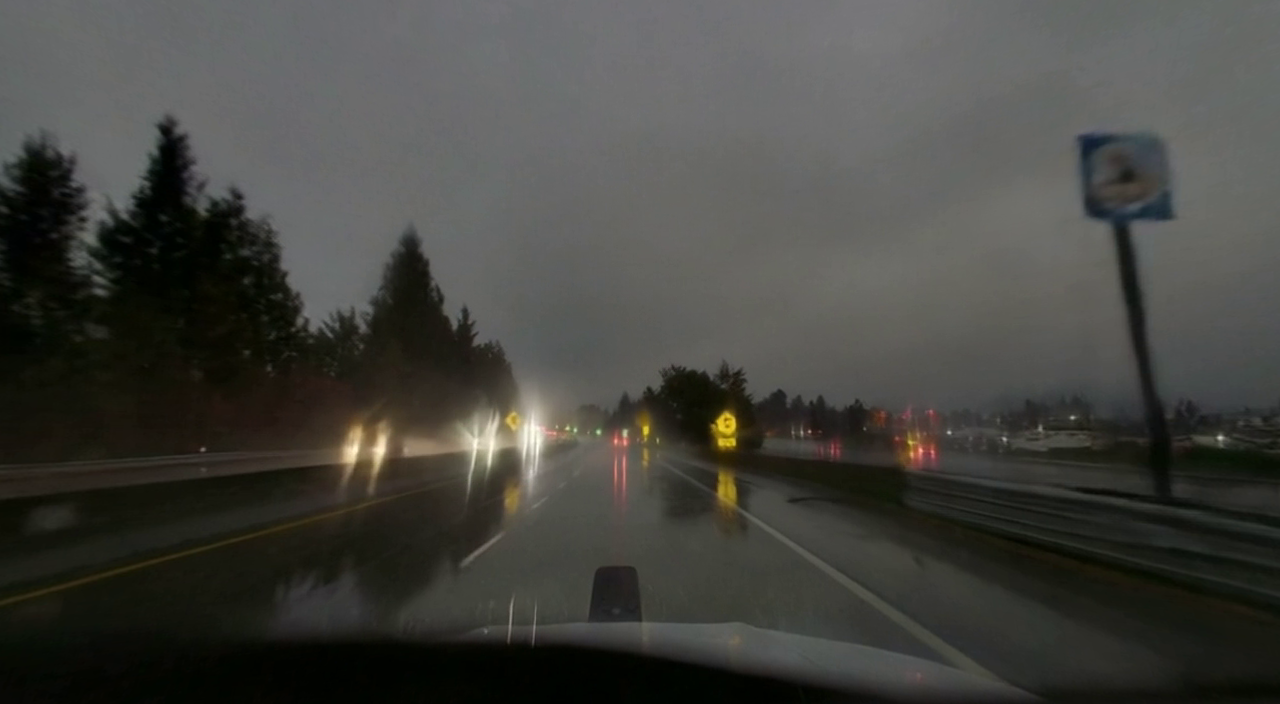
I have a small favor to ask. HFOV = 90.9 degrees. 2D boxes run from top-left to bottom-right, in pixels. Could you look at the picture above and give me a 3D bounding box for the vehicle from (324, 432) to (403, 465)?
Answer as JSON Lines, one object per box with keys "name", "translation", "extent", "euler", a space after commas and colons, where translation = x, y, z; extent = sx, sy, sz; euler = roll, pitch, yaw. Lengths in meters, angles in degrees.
{"name": "vehicle", "translation": [-13.392, 4.666, 30.819], "extent": [1.950, 1.490, 4.441], "euler": [0, -8, -2]}
